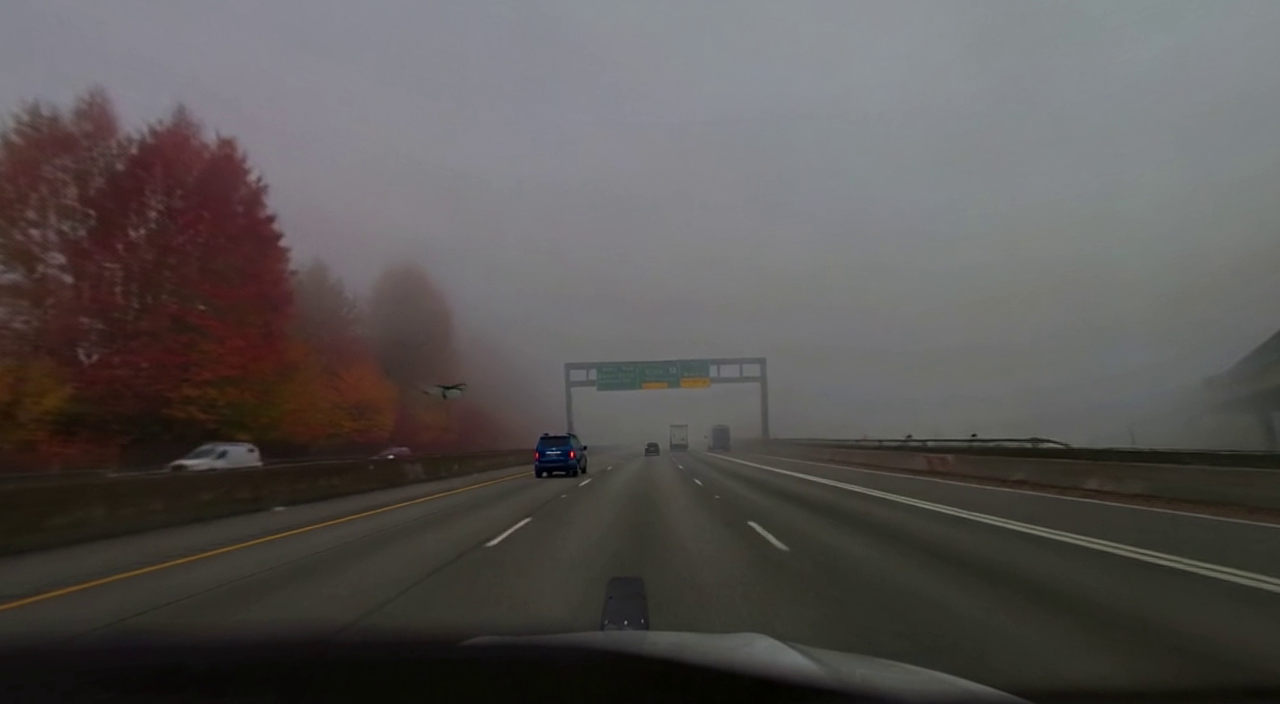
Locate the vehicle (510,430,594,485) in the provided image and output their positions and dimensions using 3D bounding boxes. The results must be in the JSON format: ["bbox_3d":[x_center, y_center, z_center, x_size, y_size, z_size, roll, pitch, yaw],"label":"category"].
[{"bbox_3d":[-2.964,3.659,22.187,2.177,1.707,4.432,-1,-8,2],"label":"vehicle"}]

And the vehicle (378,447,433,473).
[{"bbox_3d":[-15.325,7.069,41.403,1.870,1.542,4.271,0,-8,1],"label":"vehicle"}]

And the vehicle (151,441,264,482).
[{"bbox_3d":[-23.311,5.894,34.231,2.175,2.021,5.334,-1,-8,2],"label":"vehicle"}]
